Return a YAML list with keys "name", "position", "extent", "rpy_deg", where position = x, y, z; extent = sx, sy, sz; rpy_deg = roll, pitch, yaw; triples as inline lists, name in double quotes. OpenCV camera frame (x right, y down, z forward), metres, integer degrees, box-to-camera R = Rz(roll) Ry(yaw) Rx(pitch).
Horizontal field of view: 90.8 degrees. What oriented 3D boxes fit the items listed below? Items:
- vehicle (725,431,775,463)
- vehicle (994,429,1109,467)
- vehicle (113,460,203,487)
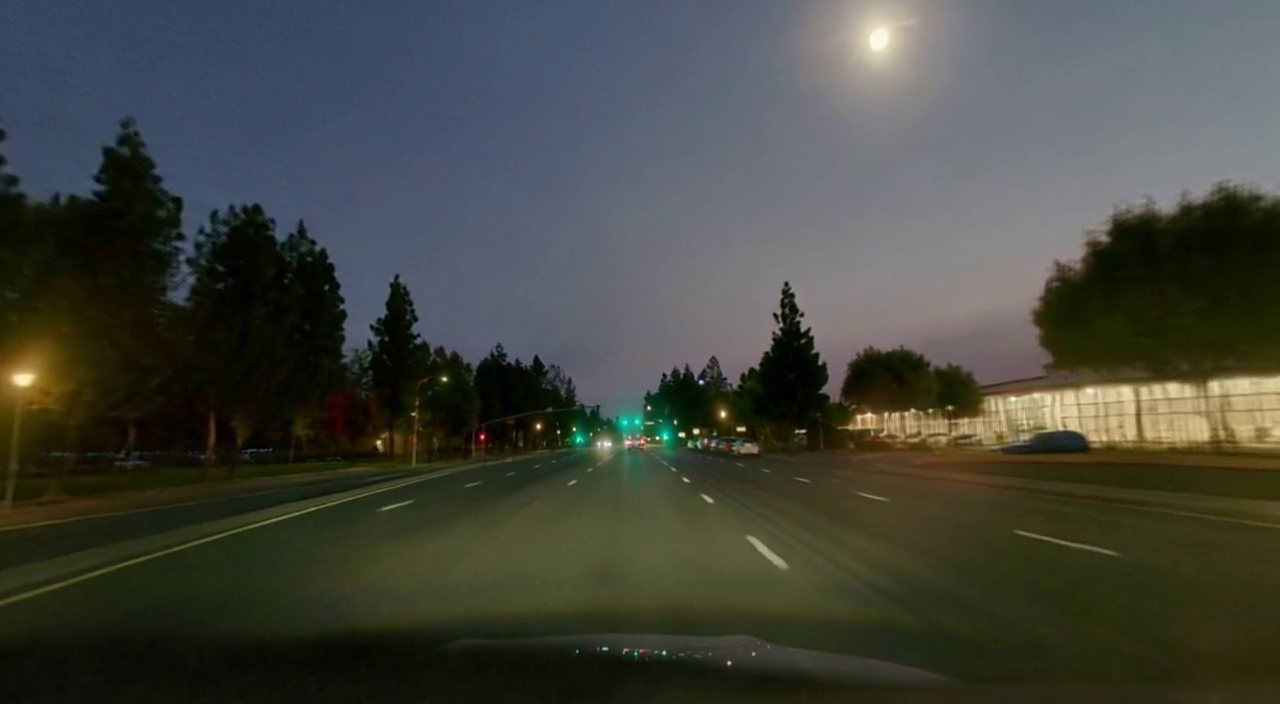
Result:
- name: "vehicle"
  position: [6.466, 5.637, 37.667]
  extent: [1.985, 1.758, 4.523]
  rpy_deg: [0, -8, -2]
- name: "vehicle"
  position: [17.941, 4.184, 27.621]
  extent: [3.923, 1.575, 1.882]
  rpy_deg: [1, -9, -12]
- name: "vehicle"
  position: [-33.149, 8.366, 43.644]
  extent: [4.705, 1.627, 2.017]
  rpy_deg: [5, -10, -32]
